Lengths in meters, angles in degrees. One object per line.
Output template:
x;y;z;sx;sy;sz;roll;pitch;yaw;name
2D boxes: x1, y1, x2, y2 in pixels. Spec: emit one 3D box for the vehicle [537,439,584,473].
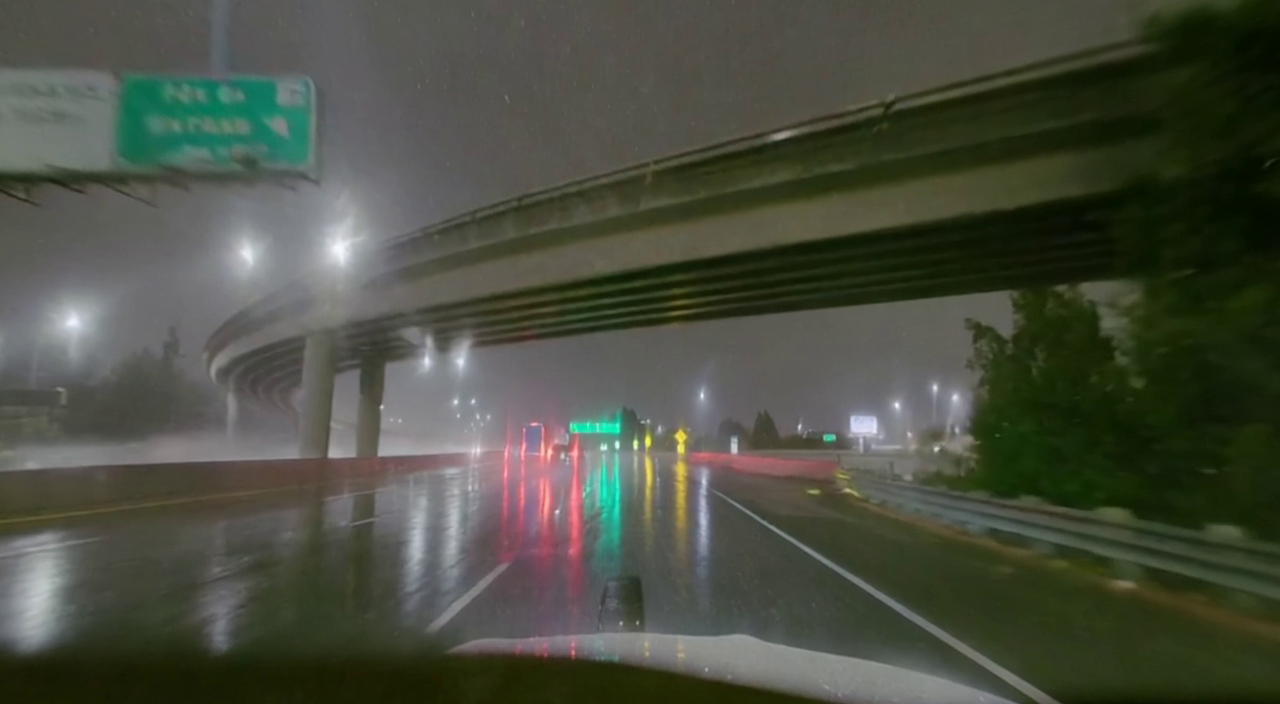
-4.111;5.440;33.281;1.971;1.643;4.009;0;-8;-1;vehicle
